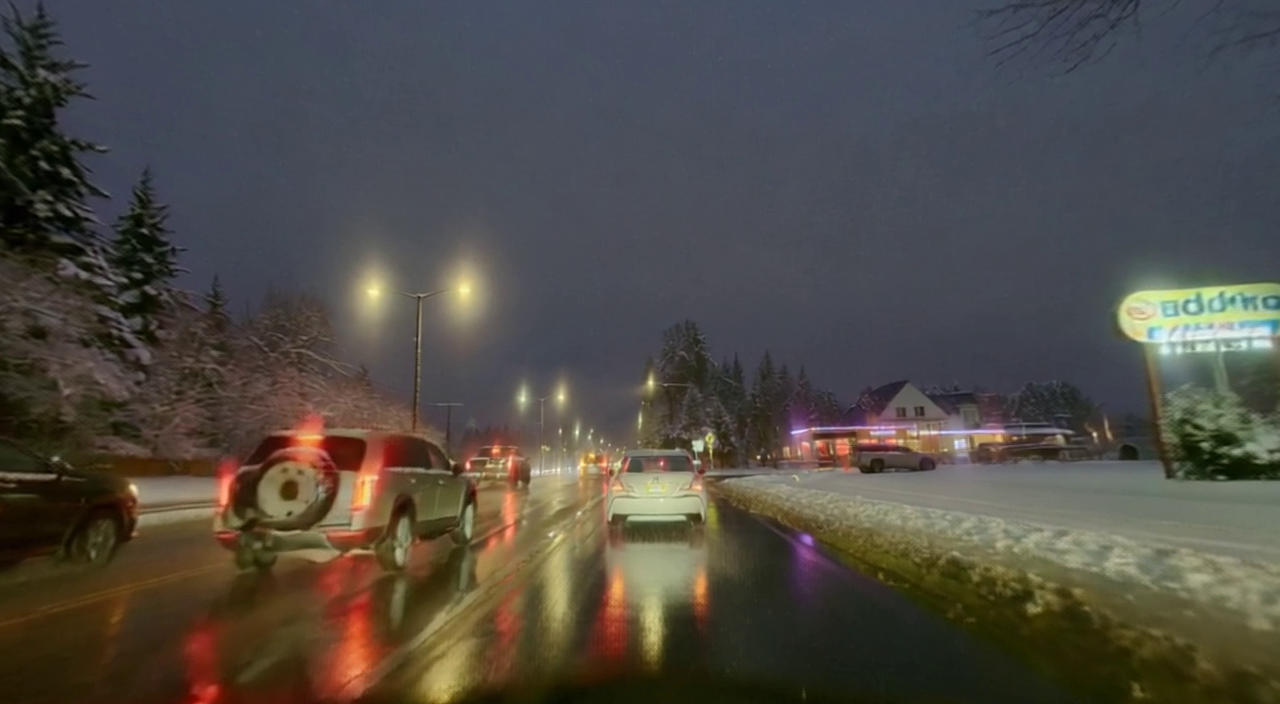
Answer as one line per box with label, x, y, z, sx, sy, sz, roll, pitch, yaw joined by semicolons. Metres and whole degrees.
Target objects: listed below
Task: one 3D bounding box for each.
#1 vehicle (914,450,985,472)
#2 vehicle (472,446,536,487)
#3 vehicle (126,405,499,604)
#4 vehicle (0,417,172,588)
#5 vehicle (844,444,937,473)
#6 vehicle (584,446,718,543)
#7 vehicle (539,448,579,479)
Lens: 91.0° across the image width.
vehicle;22.602;7.985;46.061;4.220;1.550;1.935;-9;-13;43
vehicle;-6.667;5.625;31.365;2.130;1.900;4.470;0;-8;1
vehicle;-3.414;1.685;7.948;2.055;1.725;4.732;0;-8;1
vehicle;-7.253;1.471;6.168;1.968;1.657;4.230;0;-8;1
vehicle;18.420;7.820;46.471;5.852;1.962;2.323;-8;-11;42
vehicle;0.214;2.528;11.876;2.091;1.494;3.962;0;-8;1
vehicle;-6.227;8.606;49.088;2.348;2.250;5.004;0;-8;2
